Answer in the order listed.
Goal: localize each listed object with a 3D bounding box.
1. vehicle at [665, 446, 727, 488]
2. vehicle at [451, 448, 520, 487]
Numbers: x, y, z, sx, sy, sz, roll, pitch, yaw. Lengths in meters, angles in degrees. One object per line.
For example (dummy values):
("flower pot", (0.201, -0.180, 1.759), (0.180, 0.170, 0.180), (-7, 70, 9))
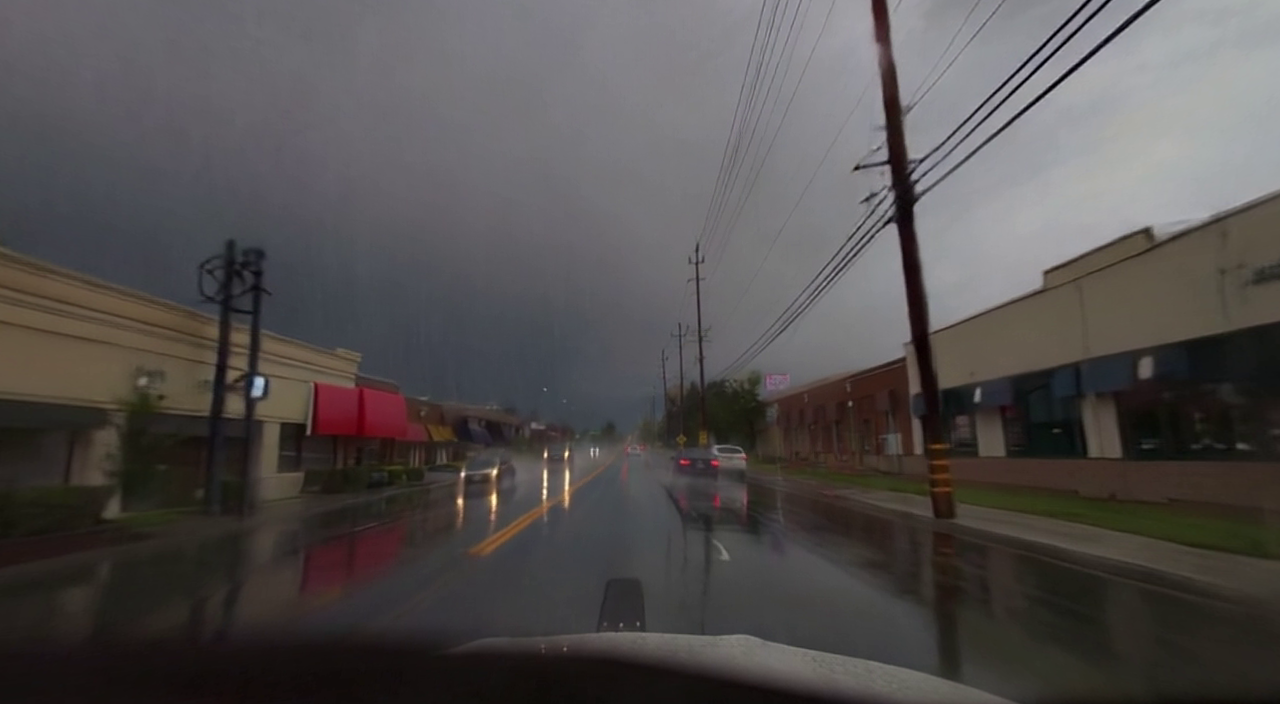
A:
("vehicle", (2.068, 4.403, 24.532), (1.975, 1.497, 3.647), (0, -9, -2))
("vehicle", (-6.478, 4.869, 26.996), (1.868, 1.466, 4.397), (0, -9, 0))
